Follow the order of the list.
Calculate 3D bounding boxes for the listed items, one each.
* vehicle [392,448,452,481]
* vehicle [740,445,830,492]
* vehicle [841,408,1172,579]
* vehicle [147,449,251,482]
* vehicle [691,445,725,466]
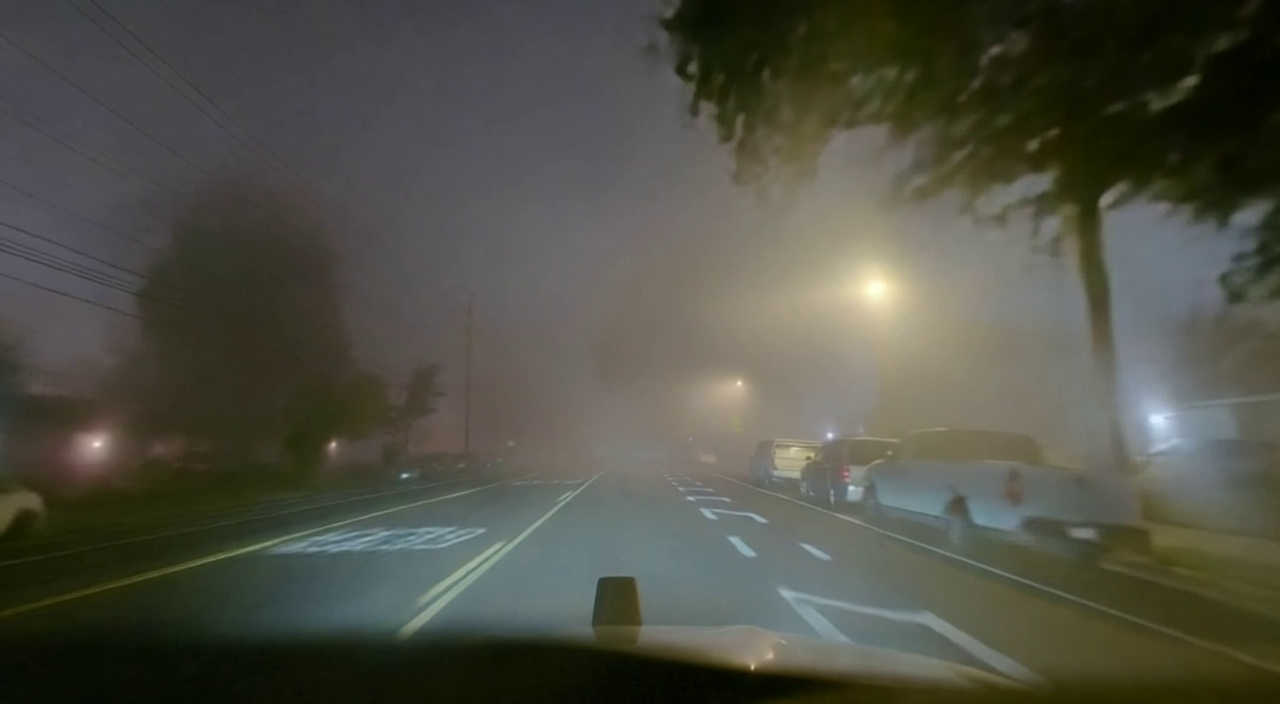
[{"bbox_3d":[-12.391,6.408,36.042,1.999,1.650,4.381,-3,-9,-1],"label":"vehicle"},{"bbox_3d":[5.025,4.080,22.496,2.022,1.464,4.462,0,-8,-2],"label":"vehicle"},{"bbox_3d":[4.951,1.962,9.611,2.123,1.928,4.752,0,-8,0],"label":"vehicle"},{"bbox_3d":[-22.229,5.720,31.823,3.745,1.598,1.927,1,-8,-3],"label":"vehicle"},{"bbox_3d":[4.965,7.656,46.637,1.924,1.471,4.259,0,-8,-2],"label":"vehicle"}]
